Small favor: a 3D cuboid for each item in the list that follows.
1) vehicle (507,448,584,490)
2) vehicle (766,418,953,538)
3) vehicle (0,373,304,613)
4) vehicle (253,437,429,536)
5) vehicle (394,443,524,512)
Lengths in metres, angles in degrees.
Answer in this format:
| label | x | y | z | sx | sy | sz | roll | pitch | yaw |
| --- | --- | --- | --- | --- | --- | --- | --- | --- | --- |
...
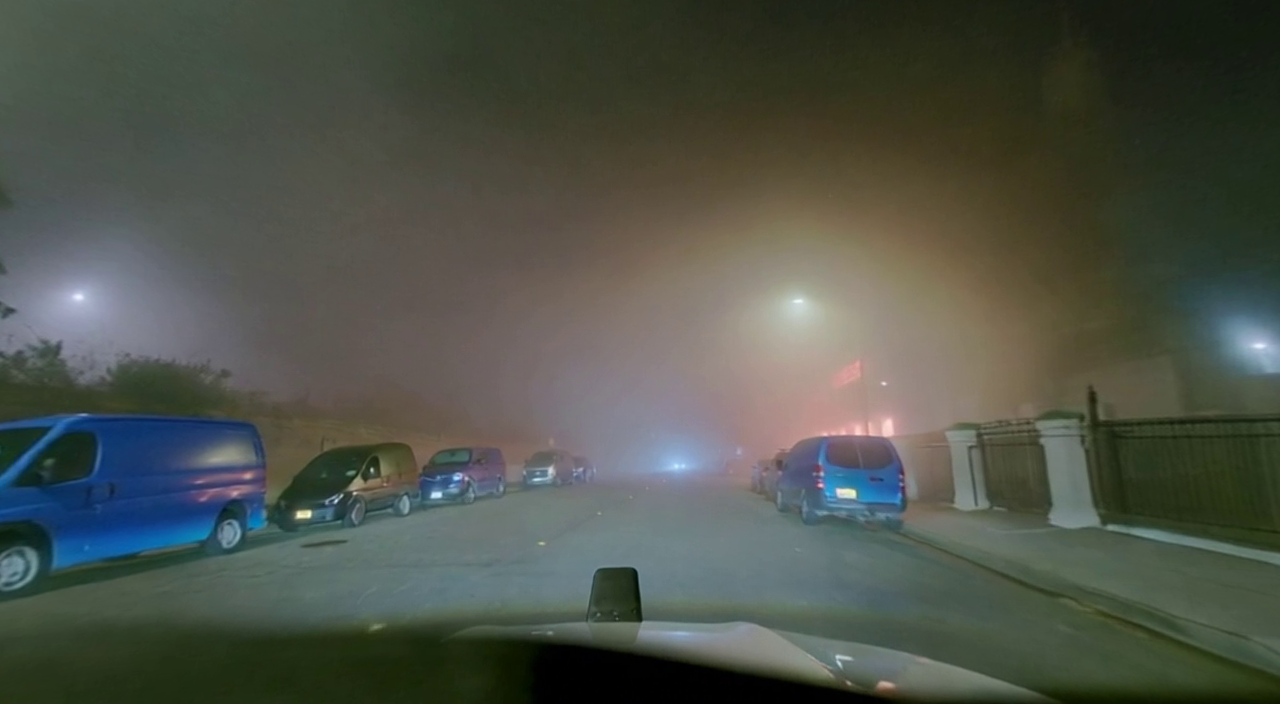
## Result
| label | x | y | z | sx | sy | sz | roll | pitch | yaw |
| --- | --- | --- | --- | --- | --- | --- | --- | --- | --- |
| vehicle | -4.703 | 5.910 | 32.503 | 2.504 | 1.919 | 5.658 | -1 | -8 | 7 |
| vehicle | 4.334 | 2.576 | 13.802 | 2.327 | 2.021 | 5.850 | -1 | -8 | 4 |
| vehicle | -7.246 | 1.786 | 8.643 | 2.435 | 2.308 | 4.937 | -5 | -8 | 3 |
| vehicle | -6.665 | 2.987 | 14.688 | 1.857 | 1.908 | 4.081 | -1 | -8 | 4 |
| vehicle | -5.839 | 4.101 | 21.394 | 2.304 | 1.937 | 5.720 | -2 | -8 | 5 |
